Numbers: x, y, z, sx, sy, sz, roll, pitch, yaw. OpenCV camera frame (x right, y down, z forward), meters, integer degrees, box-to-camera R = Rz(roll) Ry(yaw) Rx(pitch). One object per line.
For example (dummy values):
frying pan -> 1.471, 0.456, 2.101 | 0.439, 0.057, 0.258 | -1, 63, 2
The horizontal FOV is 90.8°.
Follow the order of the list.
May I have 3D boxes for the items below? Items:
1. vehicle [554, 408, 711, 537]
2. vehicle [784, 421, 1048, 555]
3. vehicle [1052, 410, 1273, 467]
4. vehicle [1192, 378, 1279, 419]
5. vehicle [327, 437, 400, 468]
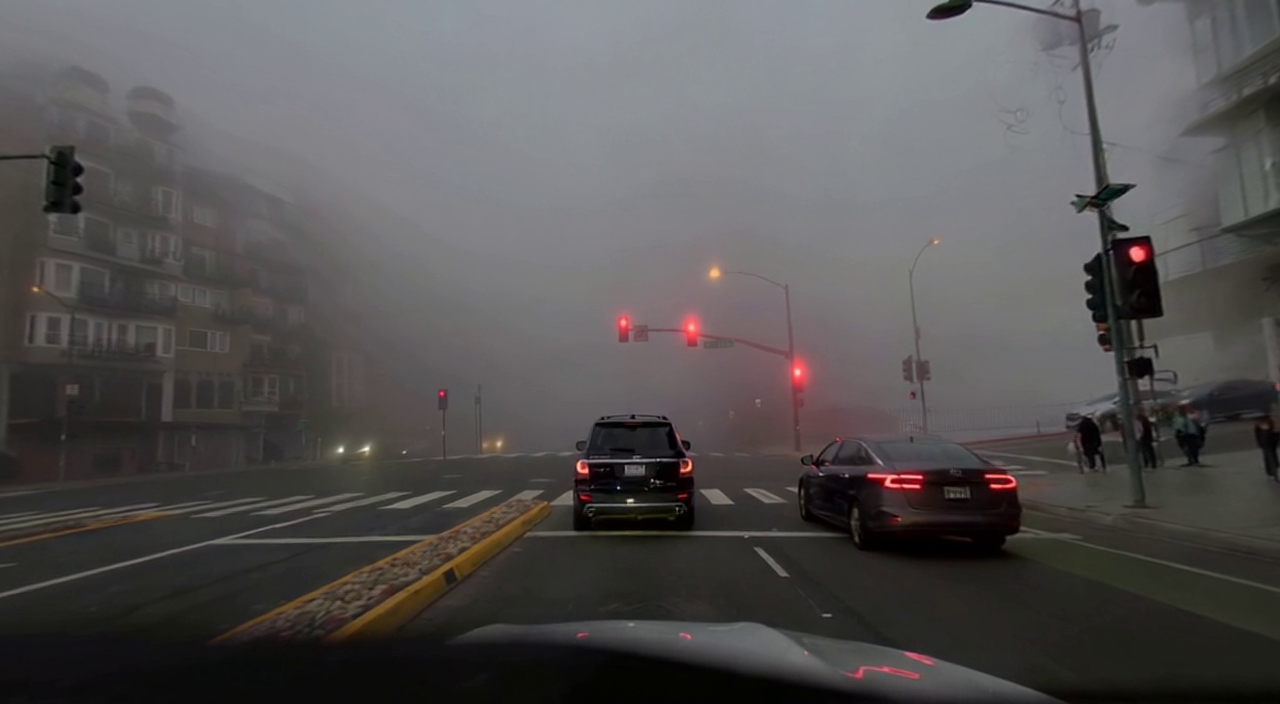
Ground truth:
vehicle -> -0.071, 1.979, 10.893 | 2.168, 1.776, 4.135 | 0, -9, 1
vehicle -> 3.716, 1.915, 9.616 | 1.987, 1.538, 4.510 | 0, -9, 0
vehicle -> 14.284, 2.408, 17.484 | 4.354, 1.466, 1.863 | 0, -9, 2
vehicle -> 26.675, 2.024, 27.057 | 4.287, 1.639, 1.729 | 0, -9, 1
vehicle -> -16.466, 6.019, 37.874 | 2.132, 1.710, 4.504 | -1, -9, 3
